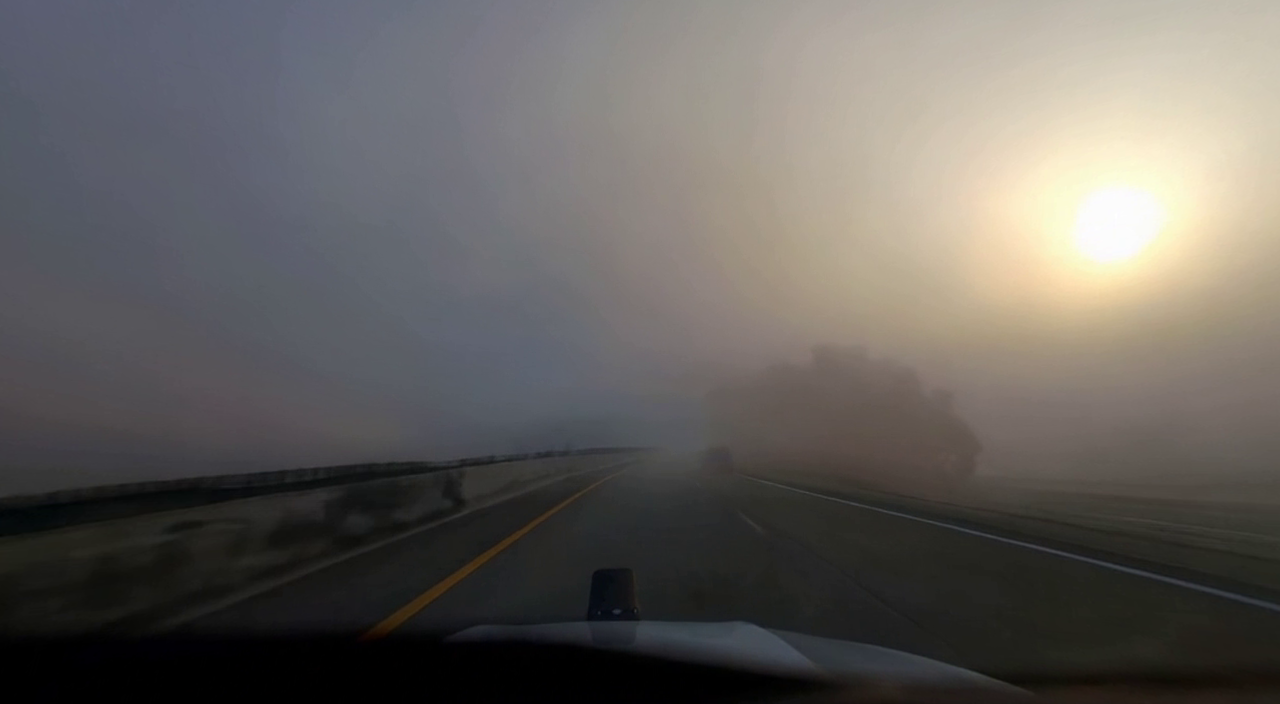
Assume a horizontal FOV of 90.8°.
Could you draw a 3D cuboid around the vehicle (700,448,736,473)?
[{"bbox_3d":[5.075,7.122,41.712,2.030,1.526,4.165,0,-9,2],"label":"vehicle"}]
